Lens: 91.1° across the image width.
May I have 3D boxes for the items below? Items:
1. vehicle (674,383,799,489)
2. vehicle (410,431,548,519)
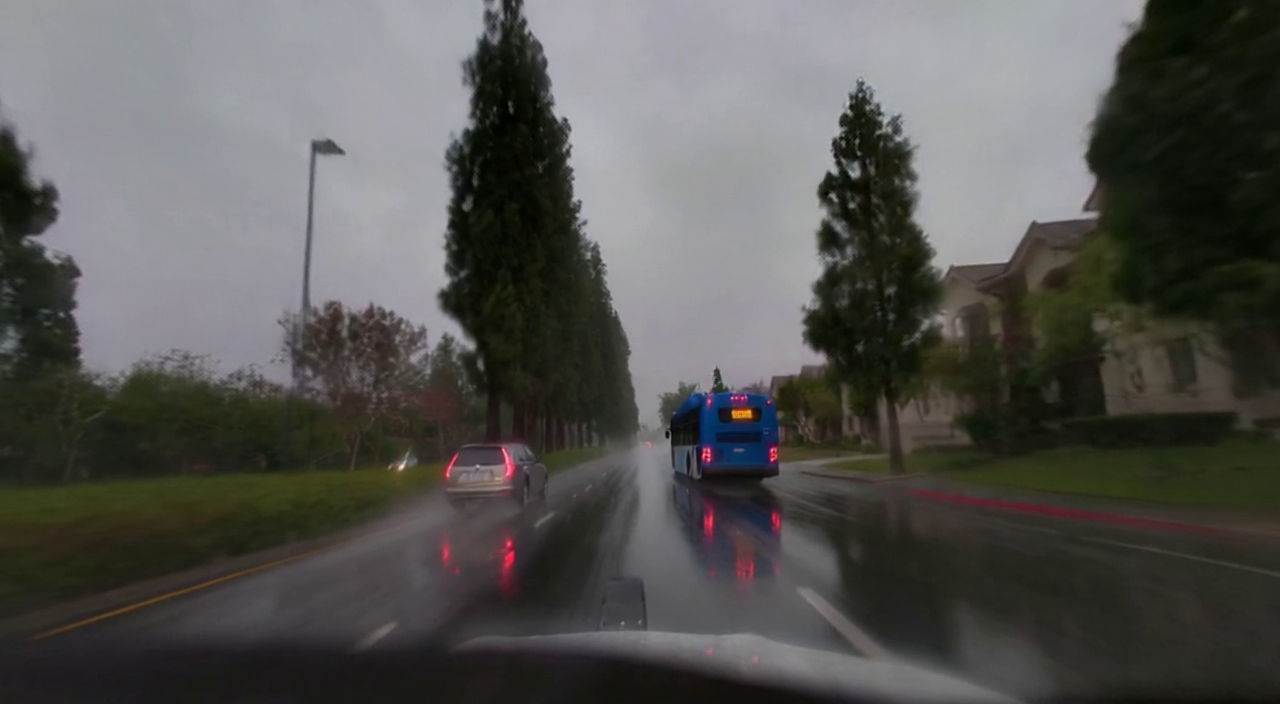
[{"bbox_3d":[3.374,3.584,26.143,3.072,3.278,12.747,0,-9,0],"label":"vehicle"},{"bbox_3d":[-3.631,2.854,15.116,2.111,1.767,4.333,-1,-9,1],"label":"vehicle"}]
